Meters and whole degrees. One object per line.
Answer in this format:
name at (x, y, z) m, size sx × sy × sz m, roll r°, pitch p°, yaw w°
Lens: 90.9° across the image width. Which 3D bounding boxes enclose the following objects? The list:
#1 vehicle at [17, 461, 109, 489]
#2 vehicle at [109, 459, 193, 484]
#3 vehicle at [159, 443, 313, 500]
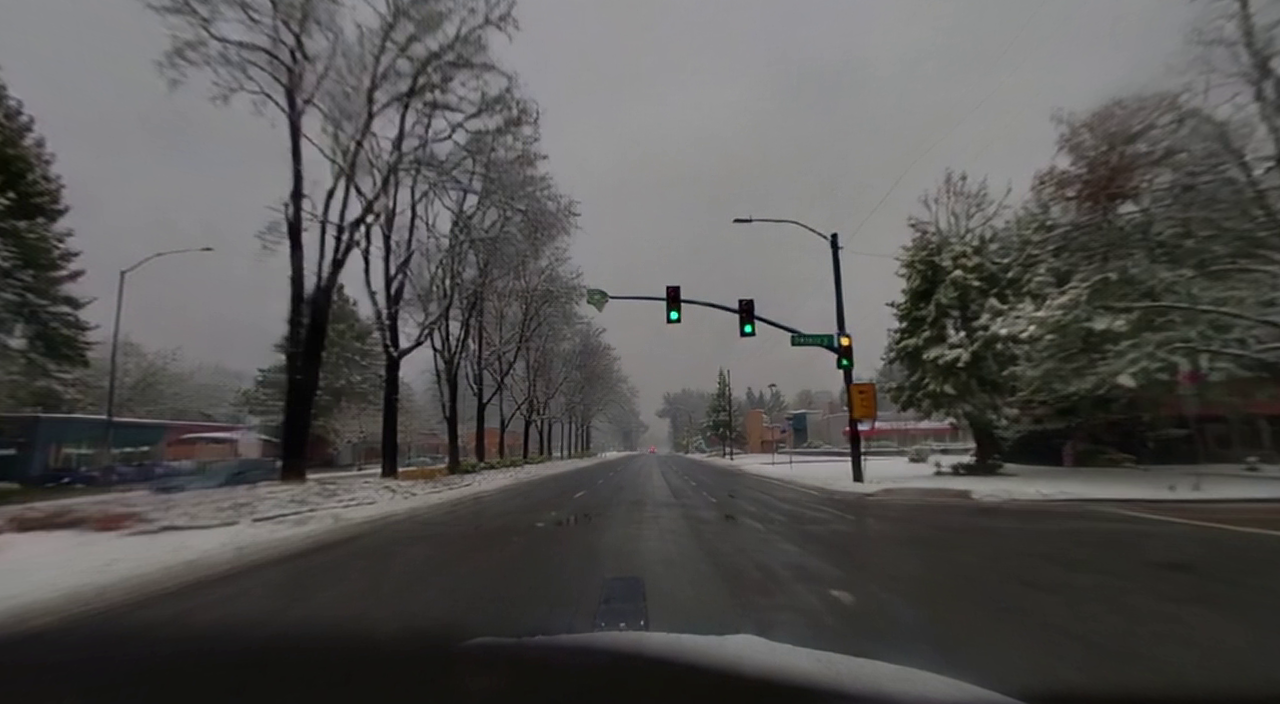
vehicle at (-37.211, 7.928, 40.803) m, size 1.796 × 1.451 × 4.459 m, roll -4°, pitch -8°, yaw 0°
vehicle at (-31.818, 7.764, 41.183) m, size 1.876 × 1.470 × 4.706 m, roll 1°, pitch -9°, yaw -2°
vehicle at (-12.230, 3.613, 19.496) m, size 1.882 × 1.541 × 4.280 m, roll 0°, pitch -9°, yaw 0°
